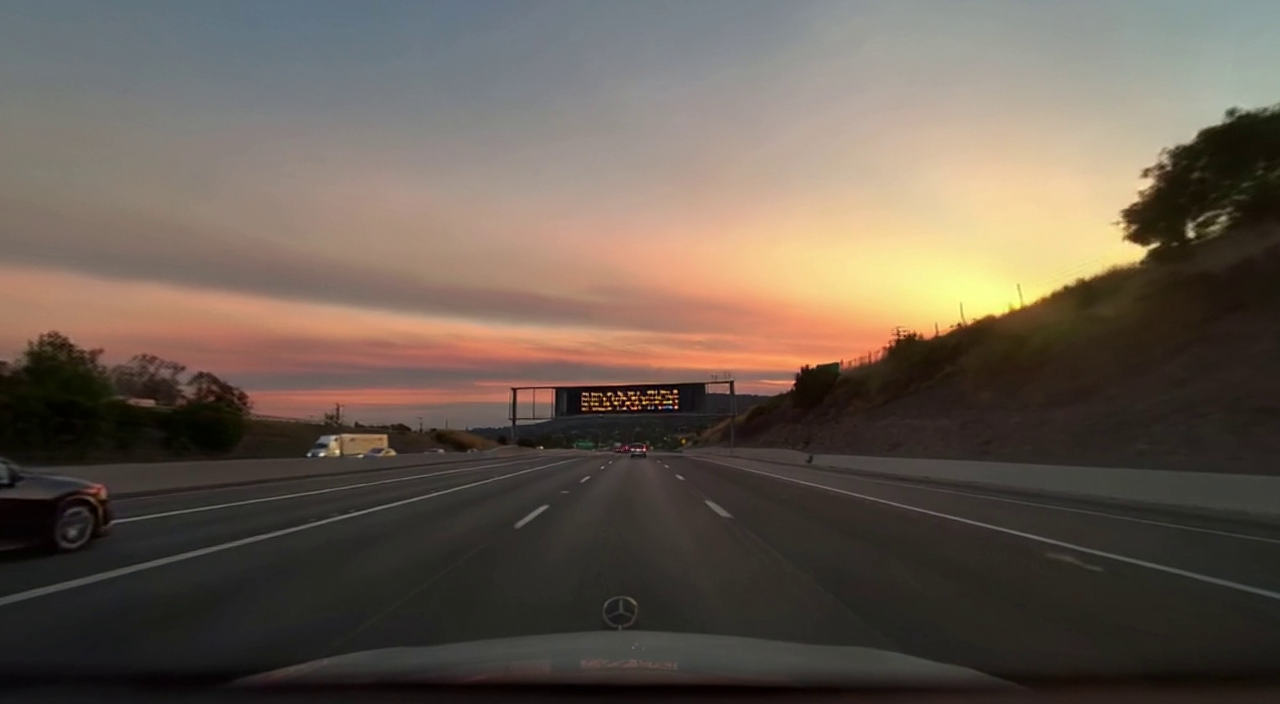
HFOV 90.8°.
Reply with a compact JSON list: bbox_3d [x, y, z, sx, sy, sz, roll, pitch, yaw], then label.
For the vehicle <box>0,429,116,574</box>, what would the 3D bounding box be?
[{"bbox_3d":[-7.864,1.450,5.734,2.005,1.545,4.874,0,-8,0],"label":"vehicle"}]
